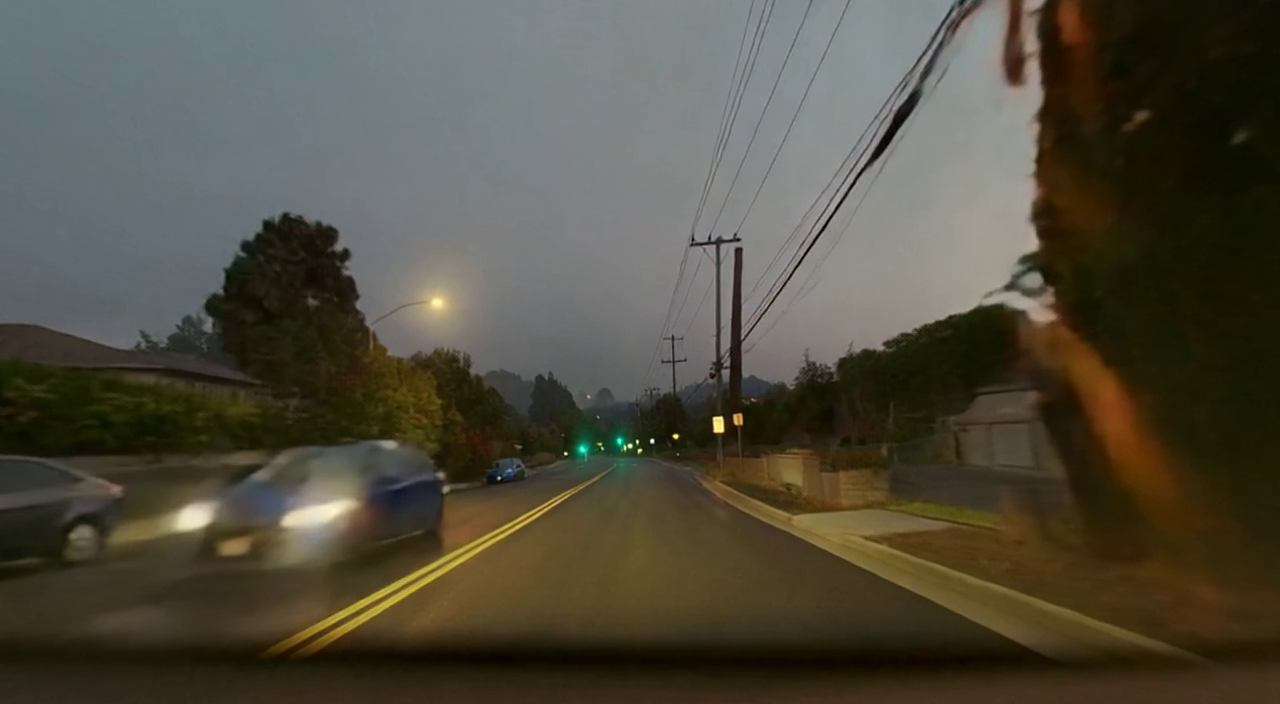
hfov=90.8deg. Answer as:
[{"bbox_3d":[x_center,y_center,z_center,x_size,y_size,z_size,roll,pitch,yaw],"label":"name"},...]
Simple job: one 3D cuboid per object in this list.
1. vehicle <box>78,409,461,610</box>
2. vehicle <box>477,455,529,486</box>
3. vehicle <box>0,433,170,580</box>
[{"bbox_3d":[-3.874,1.711,7.807,2.109,1.738,4.405,0,-9,-1],"label":"vehicle"},{"bbox_3d":[-8.241,7.152,38.499,2.114,1.693,4.468,0,-9,1],"label":"vehicle"},{"bbox_3d":[-7.683,1.692,6.670,1.940,1.514,4.544,-4,-11,0],"label":"vehicle"}]
